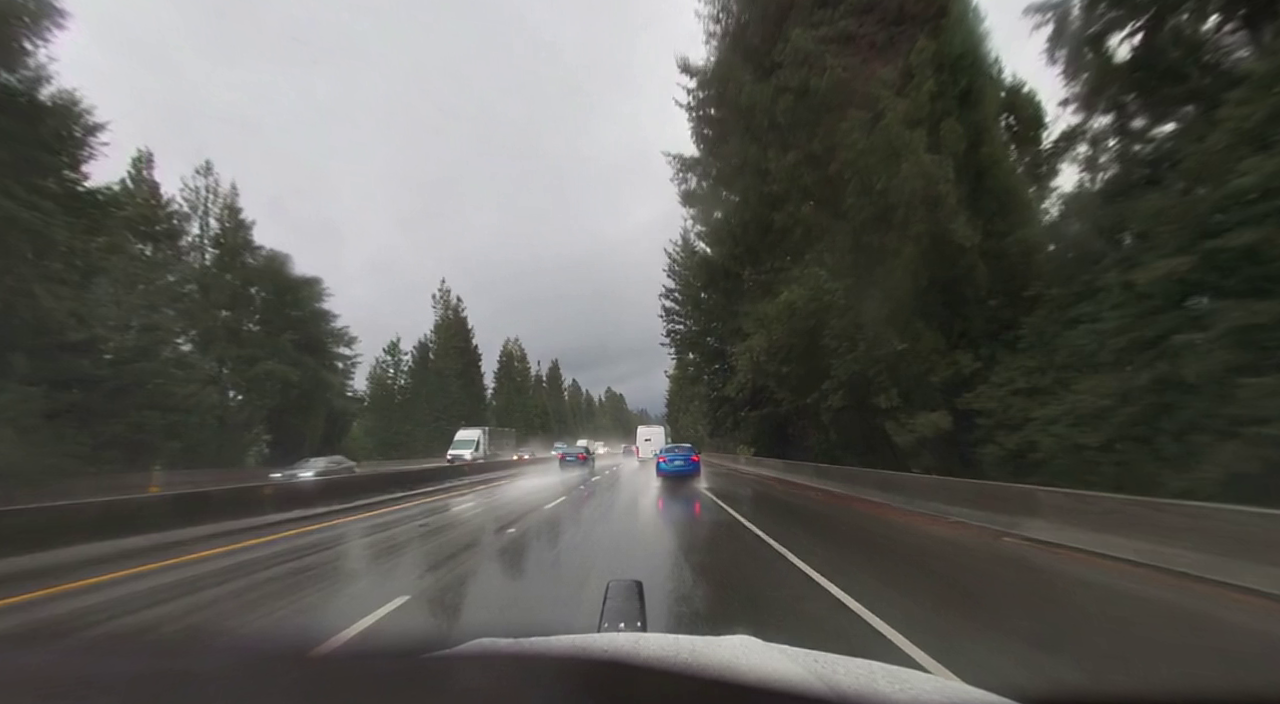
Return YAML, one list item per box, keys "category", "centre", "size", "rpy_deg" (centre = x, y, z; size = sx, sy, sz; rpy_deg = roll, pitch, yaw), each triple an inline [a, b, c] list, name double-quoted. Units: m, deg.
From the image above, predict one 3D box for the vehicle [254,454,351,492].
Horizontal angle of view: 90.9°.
- category: "vehicle"
  centre: [-15.146, 5.434, 28.620]
  size: [1.829, 1.492, 4.389]
  rpy_deg: [-1, -9, 2]

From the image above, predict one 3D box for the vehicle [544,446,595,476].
- category: "vehicle"
  centre: [-3.713, 5.839, 34.002]
  size: [2.100, 1.514, 4.794]
  rpy_deg: [0, -9, 1]

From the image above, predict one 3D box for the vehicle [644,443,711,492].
- category: "vehicle"
  centre: [1.161, 3.810, 21.074]
  size: [2.012, 1.485, 3.649]
  rpy_deg: [0, -9, 0]
